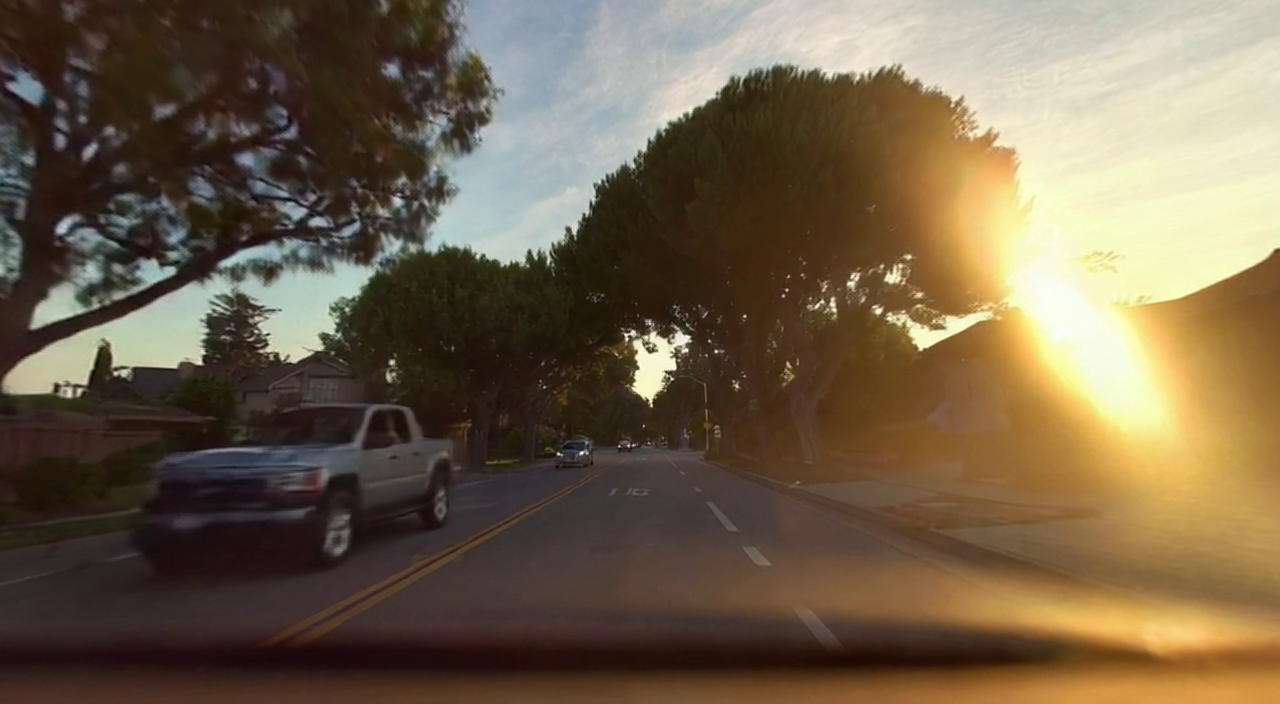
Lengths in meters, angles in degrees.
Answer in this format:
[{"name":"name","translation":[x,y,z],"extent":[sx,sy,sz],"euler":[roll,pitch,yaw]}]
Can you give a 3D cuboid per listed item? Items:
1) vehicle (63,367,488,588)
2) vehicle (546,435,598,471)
[{"name":"vehicle","translation":[-4.184,1.601,8.961],"extent":[2.417,2.088,5.780],"euler":[0,-8,2]},{"name":"vehicle","translation":[-3.597,5.470,34.263],"extent":[2.172,1.793,4.696],"euler":[0,-8,2]}]
